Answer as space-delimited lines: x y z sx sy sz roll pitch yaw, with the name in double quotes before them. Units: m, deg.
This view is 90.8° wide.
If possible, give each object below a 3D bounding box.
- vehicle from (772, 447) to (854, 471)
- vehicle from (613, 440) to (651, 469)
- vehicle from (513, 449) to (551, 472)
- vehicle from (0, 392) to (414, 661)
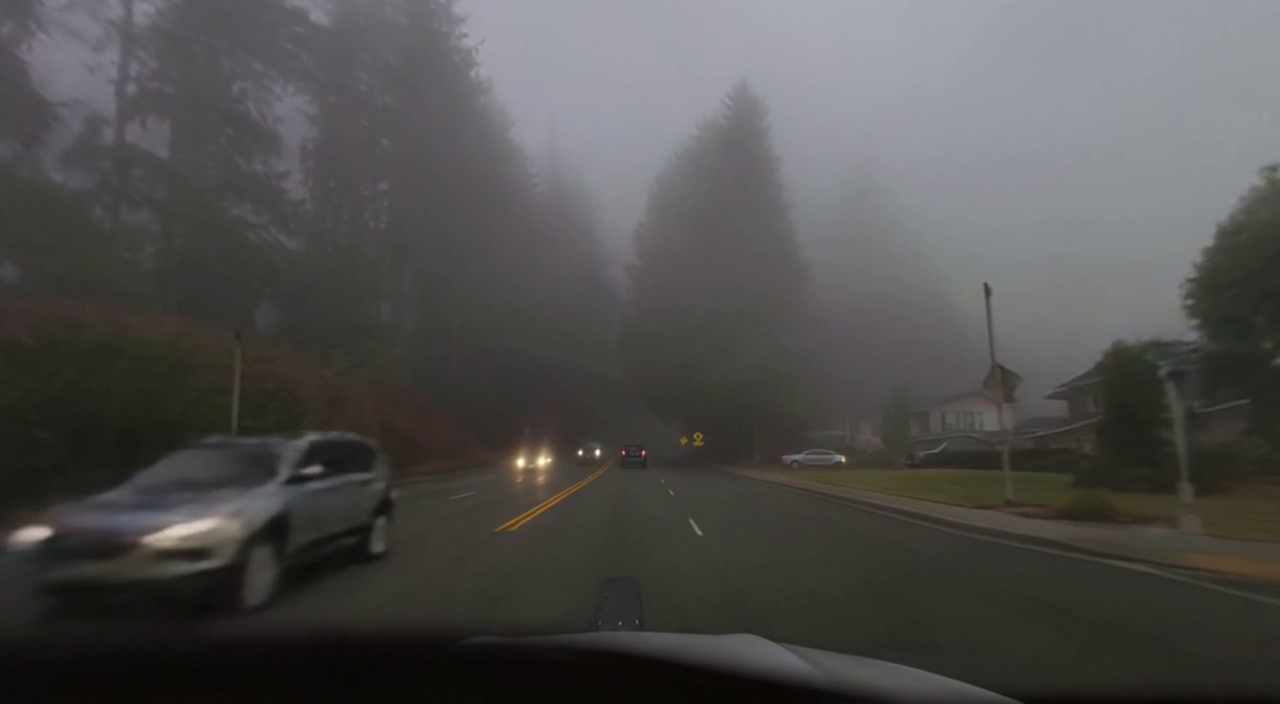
"vehicle" 11.100 6.887 40.818 4.697 1.462 1.881 0 -8 -2
"vehicle" -0.474 7.398 45.591 2.554 1.902 5.329 0 -9 1
"vehicle" -7.502 7.538 44.046 1.961 1.510 3.827 0 -9 0
"vehicle" -4.012 1.457 6.275 1.955 1.723 4.287 0 -9 -1
